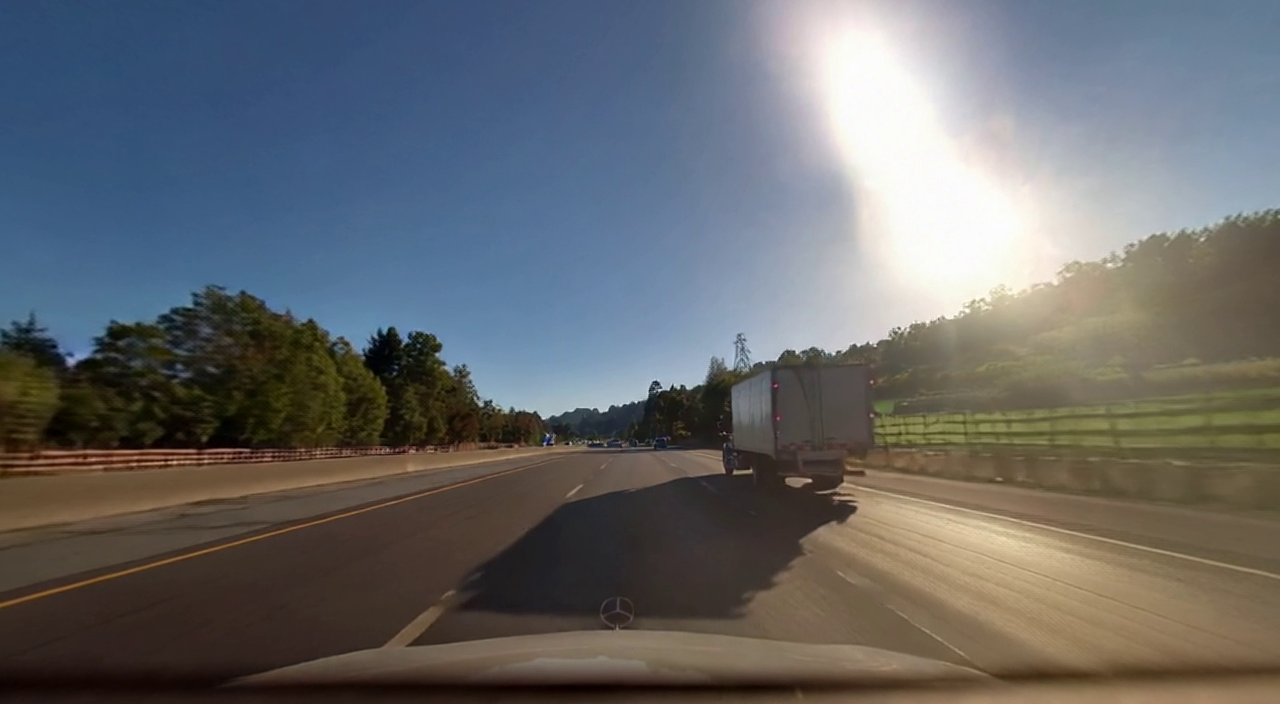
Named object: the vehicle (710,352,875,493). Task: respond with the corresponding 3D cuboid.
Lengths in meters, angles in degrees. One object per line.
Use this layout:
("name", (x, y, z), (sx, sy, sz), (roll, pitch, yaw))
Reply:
("vehicle", (4.060, 2.204, 18.941), (2.766, 3.349, 7.796), (0, -8, -2))
